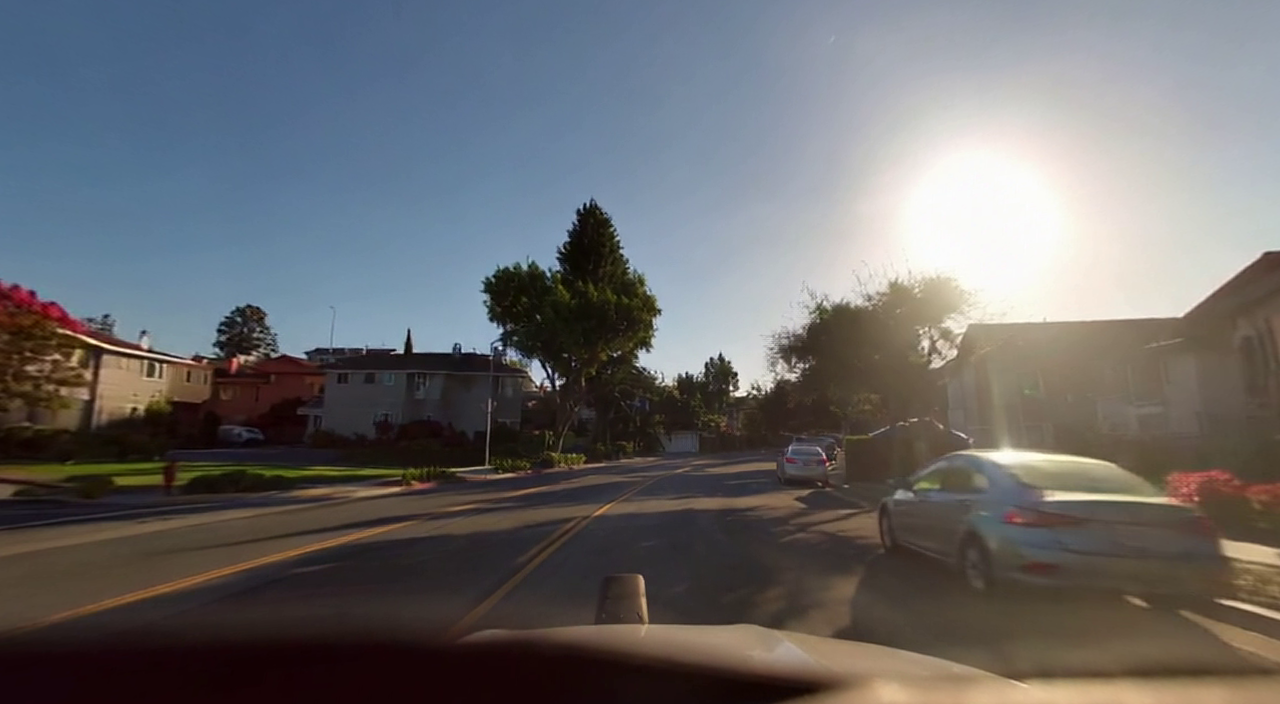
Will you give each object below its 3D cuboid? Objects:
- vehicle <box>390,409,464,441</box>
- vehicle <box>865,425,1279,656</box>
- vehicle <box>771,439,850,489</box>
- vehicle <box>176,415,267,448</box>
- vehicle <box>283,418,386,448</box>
[{"bbox_3d":[-13.638,4.655,40.451,4.054,1.565,1.719,-5,0,11],"label":"vehicle"},{"bbox_3d":[3.522,1.475,5.916,1.665,1.425,3.727,0,-9,4],"label":"vehicle"},{"bbox_3d":[5.549,3.695,21.037,1.947,1.479,3.743,-1,-9,6],"label":"vehicle"},{"bbox_3d":[-24.632,4.660,37.367,1.861,1.795,4.302,0,-6,12],"label":"vehicle"},{"bbox_3d":[-15.826,4.246,32.845,4.407,1.478,1.973,-1,-9,10],"label":"vehicle"}]
